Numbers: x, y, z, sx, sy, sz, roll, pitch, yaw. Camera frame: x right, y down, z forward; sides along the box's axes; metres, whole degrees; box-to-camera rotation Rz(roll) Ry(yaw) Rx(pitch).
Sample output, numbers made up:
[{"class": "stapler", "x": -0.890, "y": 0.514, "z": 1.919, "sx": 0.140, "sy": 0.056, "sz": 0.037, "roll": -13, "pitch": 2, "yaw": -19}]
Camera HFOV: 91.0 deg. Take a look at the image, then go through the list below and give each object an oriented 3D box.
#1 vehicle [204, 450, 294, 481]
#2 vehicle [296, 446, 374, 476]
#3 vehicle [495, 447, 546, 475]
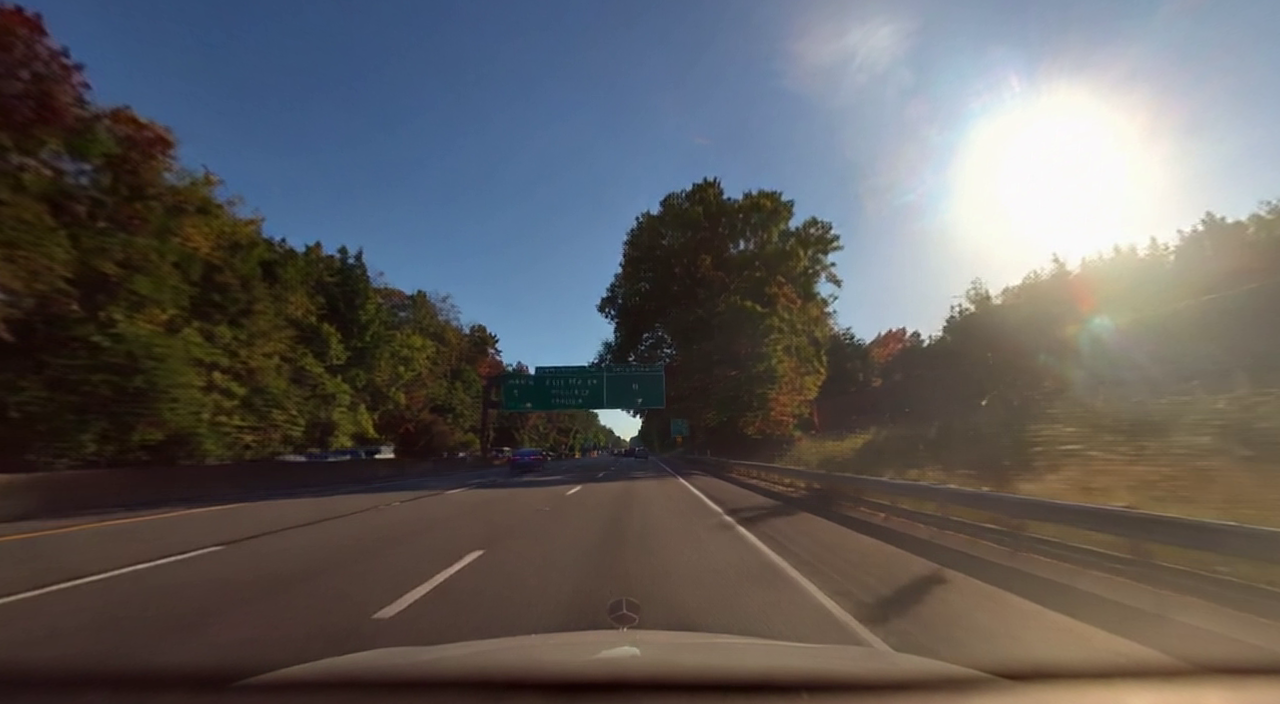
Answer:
[{"class": "vehicle", "x": -21.503, "y": 6.255, "z": 34.862, "sx": 2.099, "sy": 1.568, "sz": 4.351, "roll": 0, "pitch": -9, "yaw": 1}, {"class": "vehicle", "x": -17.642, "y": 6.308, "z": 36.716, "sx": 2.062, "sy": 1.633, "sz": 4.772, "roll": 0, "pitch": -9, "yaw": 1}, {"class": "vehicle", "x": -7.206, "y": 6.641, "z": 38.508, "sx": 2.094, "sy": 1.579, "sz": 4.655, "roll": 0, "pitch": -9, "yaw": 1}]
